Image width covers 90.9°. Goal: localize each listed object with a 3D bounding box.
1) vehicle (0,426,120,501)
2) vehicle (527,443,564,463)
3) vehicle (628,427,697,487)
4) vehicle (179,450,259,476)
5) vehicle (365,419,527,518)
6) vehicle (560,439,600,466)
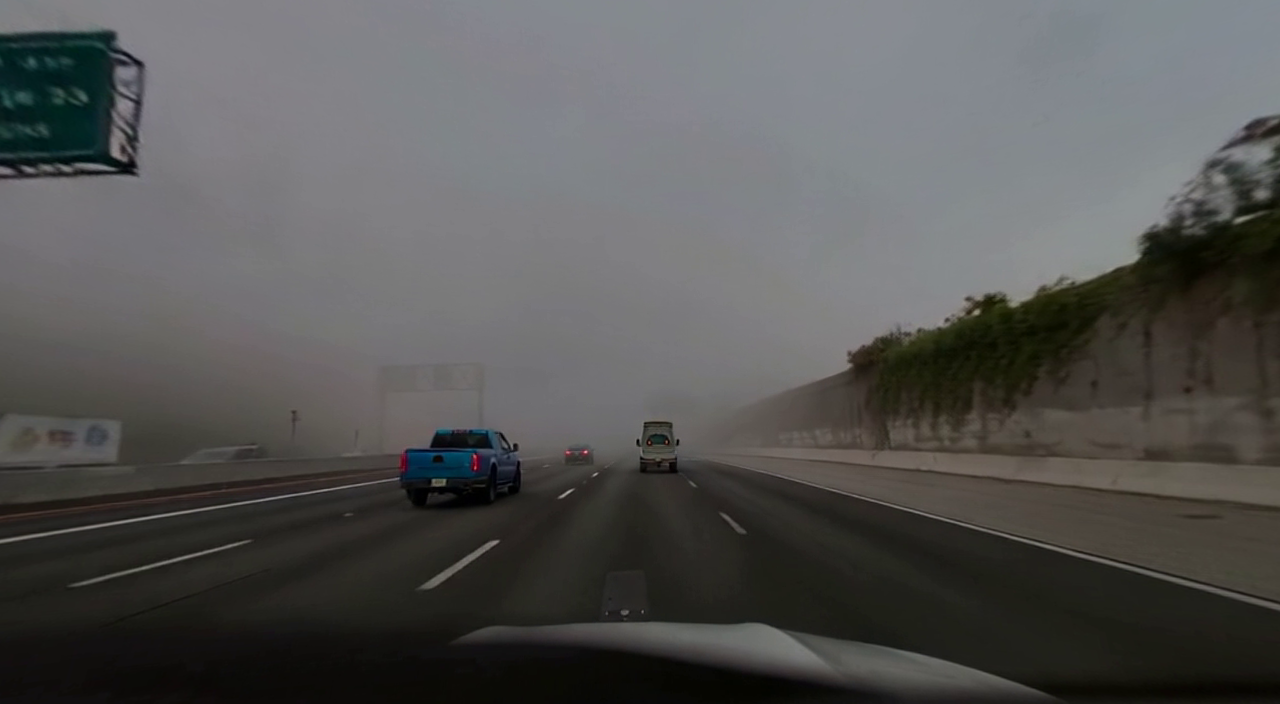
[{"bbox_3d":[-16.213,2.768,15.755,2.058,1.758,4.937,-1,-8,3],"label":"vehicle"},{"bbox_3d":[-7.265,7.872,49.108,2.081,1.463,4.749,0,-8,1],"label":"vehicle"},{"bbox_3d":[0.699,3.526,21.528,2.083,1.792,4.782,0,-9,0],"label":"vehicle"},{"bbox_3d":[-24.491,6.454,36.863,1.907,1.430,3.878,0,-8,2],"label":"vehicle"},{"bbox_3d":[-4.021,2.526,14.190,1.954,1.792,5.187,0,-9,0],"label":"vehicle"},{"bbox_3d":[-3.735,6.396,40.109,1.961,1.591,4.756,0,-8,1],"label":"vehicle"}]
